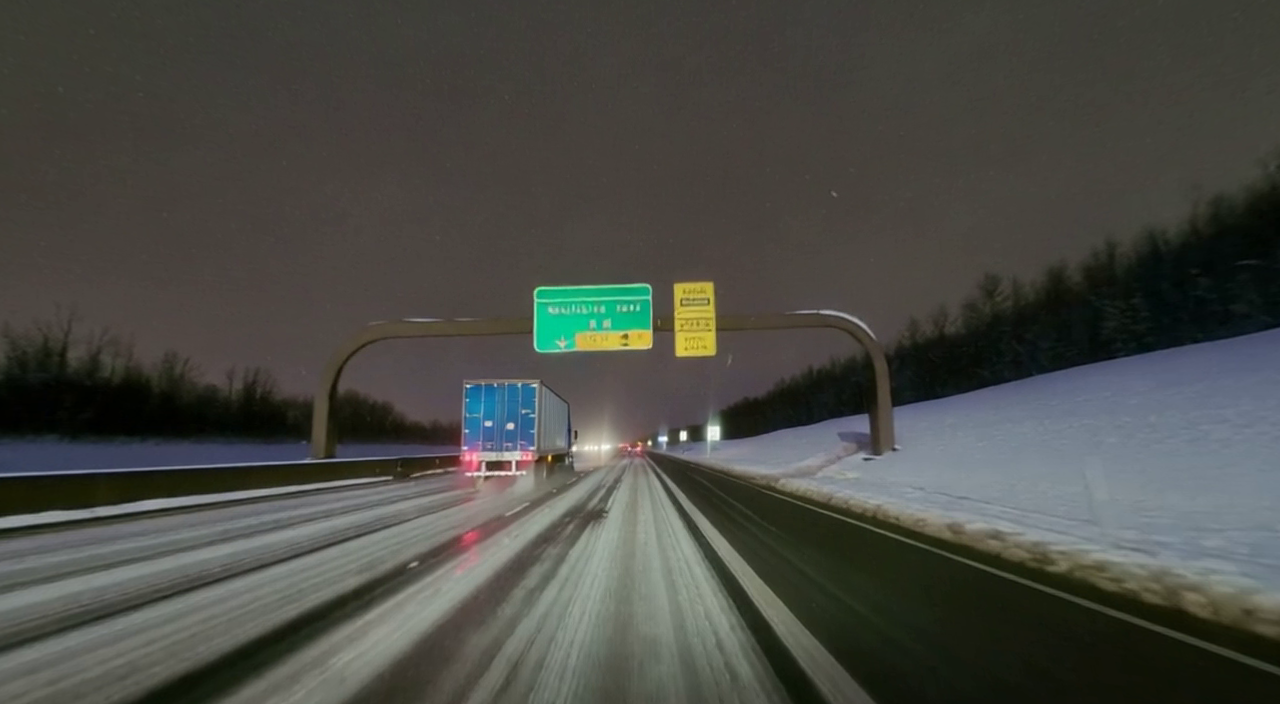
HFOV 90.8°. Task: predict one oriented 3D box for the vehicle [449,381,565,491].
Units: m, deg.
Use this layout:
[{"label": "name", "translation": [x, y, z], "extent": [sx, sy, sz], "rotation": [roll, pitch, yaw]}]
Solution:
[{"label": "vehicle", "translation": [-4.626, 3.198, 23.595], "extent": [2.707, 3.461, 7.191], "rotation": [0, -9, 0]}]
